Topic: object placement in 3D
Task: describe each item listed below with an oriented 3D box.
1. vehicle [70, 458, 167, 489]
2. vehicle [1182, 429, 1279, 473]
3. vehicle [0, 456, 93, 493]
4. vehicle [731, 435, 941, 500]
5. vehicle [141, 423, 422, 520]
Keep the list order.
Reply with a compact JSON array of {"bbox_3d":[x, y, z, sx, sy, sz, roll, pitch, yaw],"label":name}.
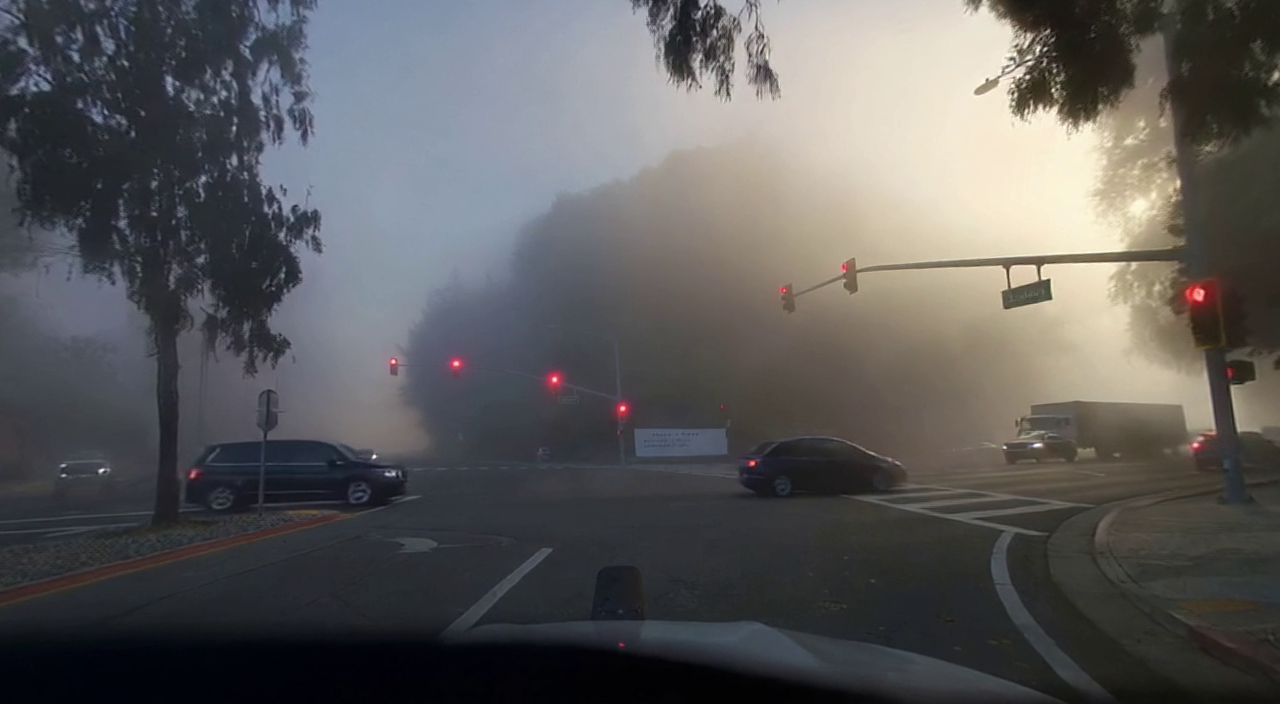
[{"bbox_3d":[-28.377,6.611,34.600,1.965,1.448,4.553,1,-9,-9],"label":"vehicle"},{"bbox_3d":[23.827,3.940,25.328,4.281,1.621,1.903,5,-10,-33],"label":"vehicle"},{"bbox_3d":[-31.187,6.264,32.641,2.142,1.723,4.692,1,-9,-9],"label":"vehicle"},{"bbox_3d":[4.940,2.895,16.146,4.728,1.471,1.957,2,-9,-14],"label":"vehicle"},{"bbox_3d":[-8.424,2.749,14.933,5.896,1.937,2.358,-3,-9,19],"label":"vehicle"}]
